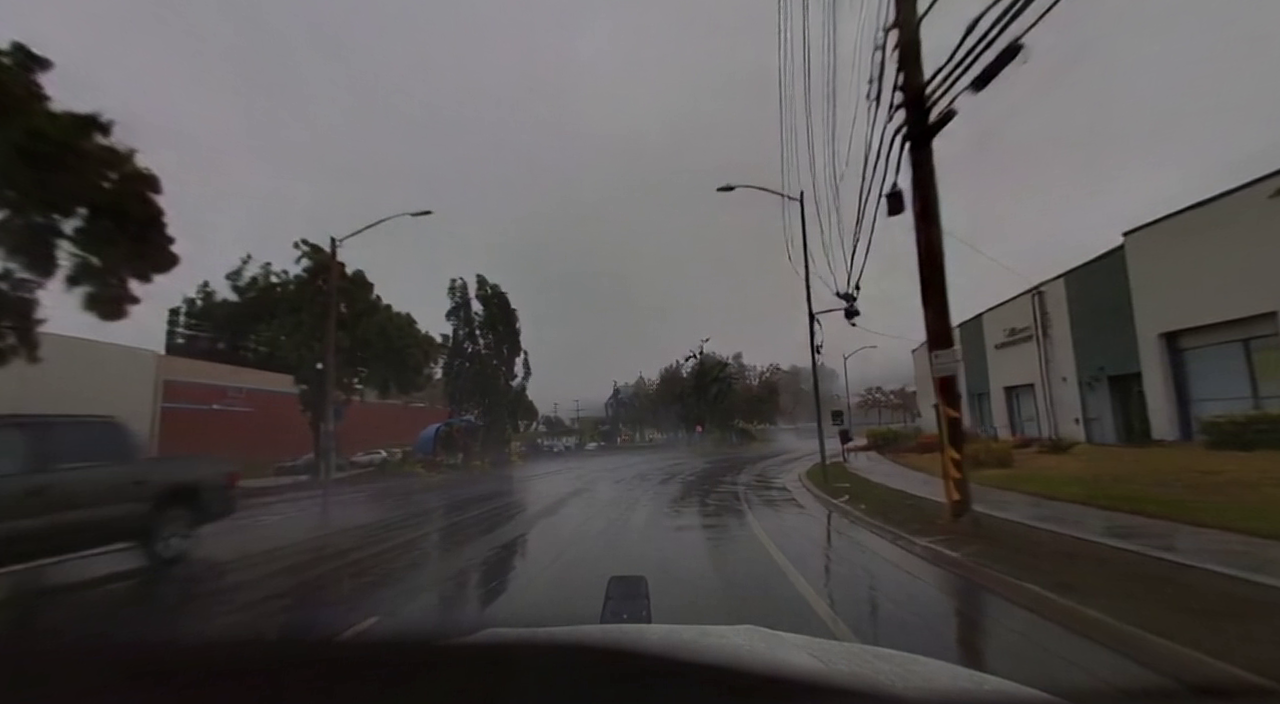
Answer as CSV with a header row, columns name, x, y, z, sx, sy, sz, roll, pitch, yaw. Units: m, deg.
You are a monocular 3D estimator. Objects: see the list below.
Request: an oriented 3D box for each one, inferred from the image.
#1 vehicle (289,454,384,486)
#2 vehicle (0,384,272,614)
name,x,y,z,sx,sy,sz,roll,pitch,yaw
vehicle,-15.478,5.986,32.105,4.513,1.450,2.078,-5,-9,28
vehicle,-6.718,1.409,6.363,2.490,1.961,5.553,-1,-8,2
